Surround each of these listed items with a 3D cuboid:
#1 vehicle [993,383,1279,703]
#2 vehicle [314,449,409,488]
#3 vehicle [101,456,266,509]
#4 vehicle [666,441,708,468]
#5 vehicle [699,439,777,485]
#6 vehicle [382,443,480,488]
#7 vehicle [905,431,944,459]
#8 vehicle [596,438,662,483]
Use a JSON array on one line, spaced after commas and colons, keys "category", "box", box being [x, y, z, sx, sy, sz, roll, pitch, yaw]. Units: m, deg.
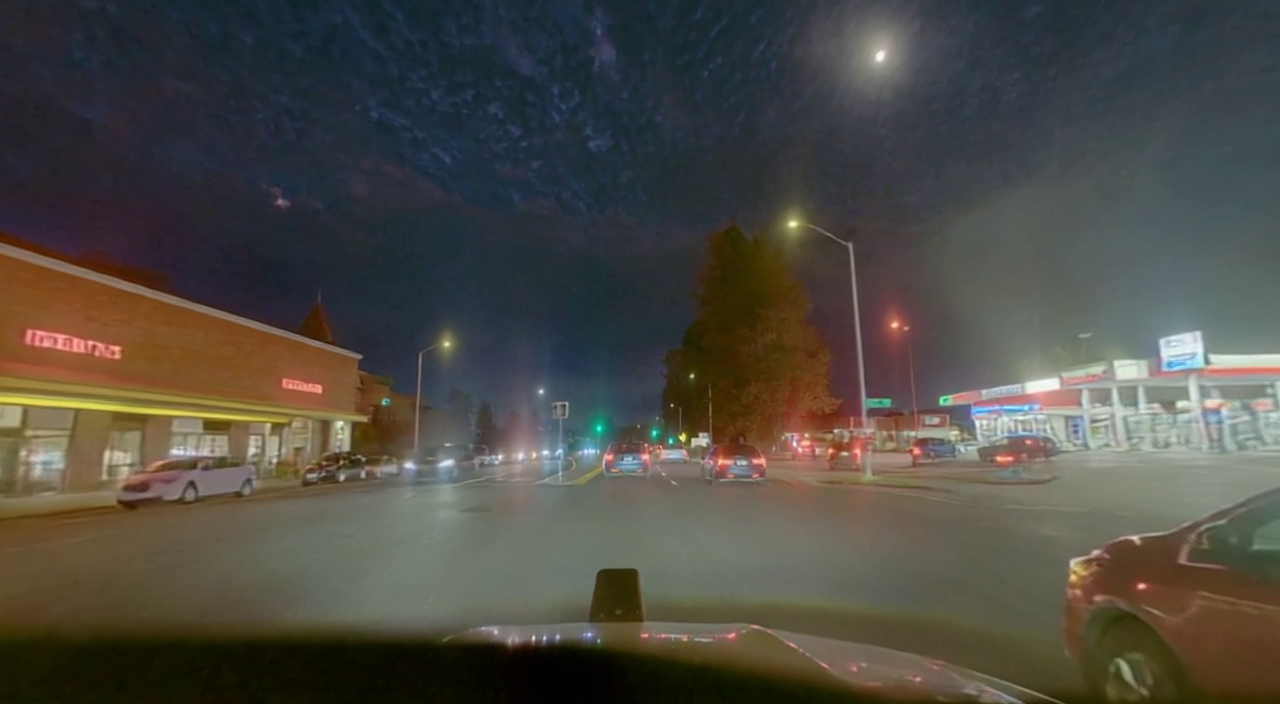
[{"category": "vehicle", "box": [3.147, 0.747, 1.367, 2.097, 1.502, 4.470, 0, -9, -1]}, {"category": "vehicle", "box": [-11.655, 4.885, 26.903, 1.915, 1.473, 4.573, 0, -9, 1]}, {"category": "vehicle", "box": [-14.970, 4.259, 21.196, 2.007, 1.463, 4.792, 0, -9, -1]}, {"category": "vehicle", "box": [2.765, 6.161, 38.221, 2.098, 1.527, 3.966, 0, -9, -2]}, {"category": "vehicle", "box": [3.415, 3.947, 22.946, 2.060, 1.471, 4.168, 0, -9, -1]}, {"category": "vehicle", "box": [-7.969, 4.352, 24.725, 2.240, 1.550, 4.760, 0, -9, 0]}, {"category": "vehicle", "box": [18.635, 6.102, 41.329, 1.937, 1.691, 4.746, -5, -10, 27]}, {"category": "vehicle", "box": [-0.413, 4.011, 23.661, 2.232, 1.508, 4.319, 0, -9, -1]}]
